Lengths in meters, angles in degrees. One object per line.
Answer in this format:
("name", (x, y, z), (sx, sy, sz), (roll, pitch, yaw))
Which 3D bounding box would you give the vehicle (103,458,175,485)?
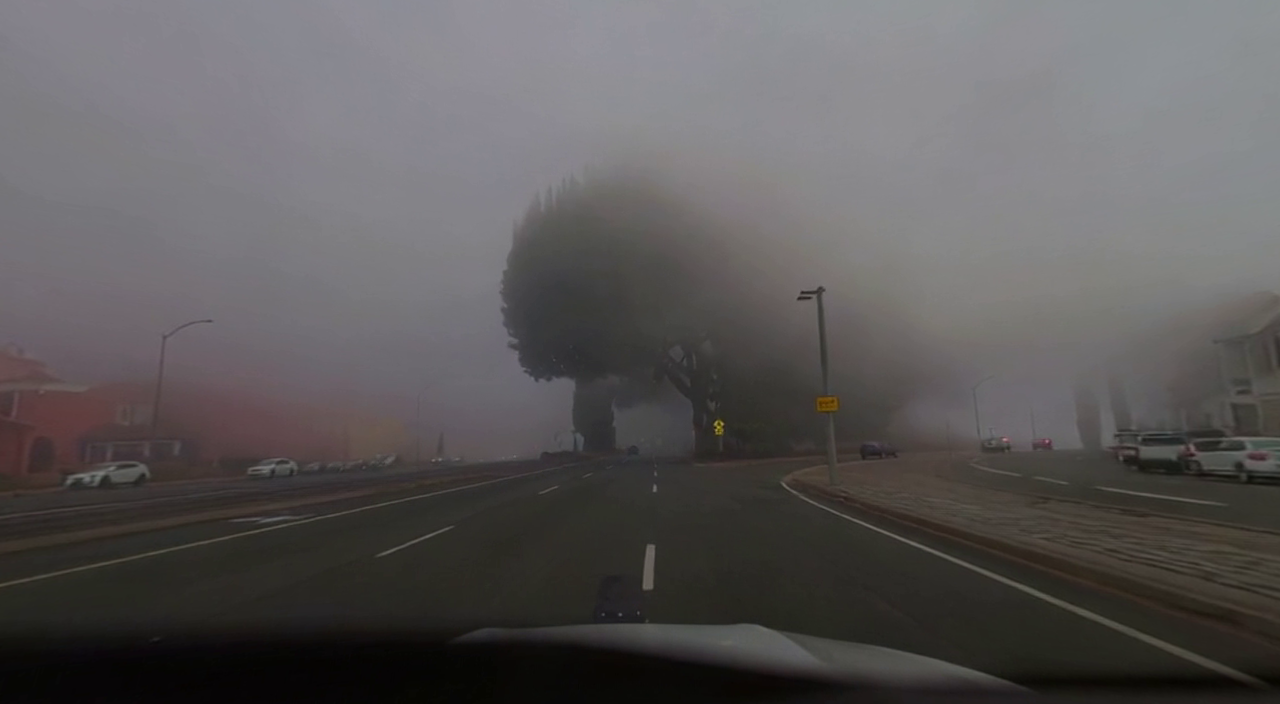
("vehicle", (-31.912, 7.597, 40.367), (1.673, 1.495, 3.659), (0, -7, -2))

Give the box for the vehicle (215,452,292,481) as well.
("vehicle", (-26.193, 7.748, 43.073), (2.037, 1.762, 4.834), (0, -8, 2))

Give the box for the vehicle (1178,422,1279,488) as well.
("vehicle", (19.142, 3.149, 19.489), (1.992, 1.795, 4.849), (-3, -9, 17))

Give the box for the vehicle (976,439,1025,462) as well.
("vehicle", (25.705, 6.996, 44.937), (1.859, 1.528, 4.455), (-8, -12, 43))
